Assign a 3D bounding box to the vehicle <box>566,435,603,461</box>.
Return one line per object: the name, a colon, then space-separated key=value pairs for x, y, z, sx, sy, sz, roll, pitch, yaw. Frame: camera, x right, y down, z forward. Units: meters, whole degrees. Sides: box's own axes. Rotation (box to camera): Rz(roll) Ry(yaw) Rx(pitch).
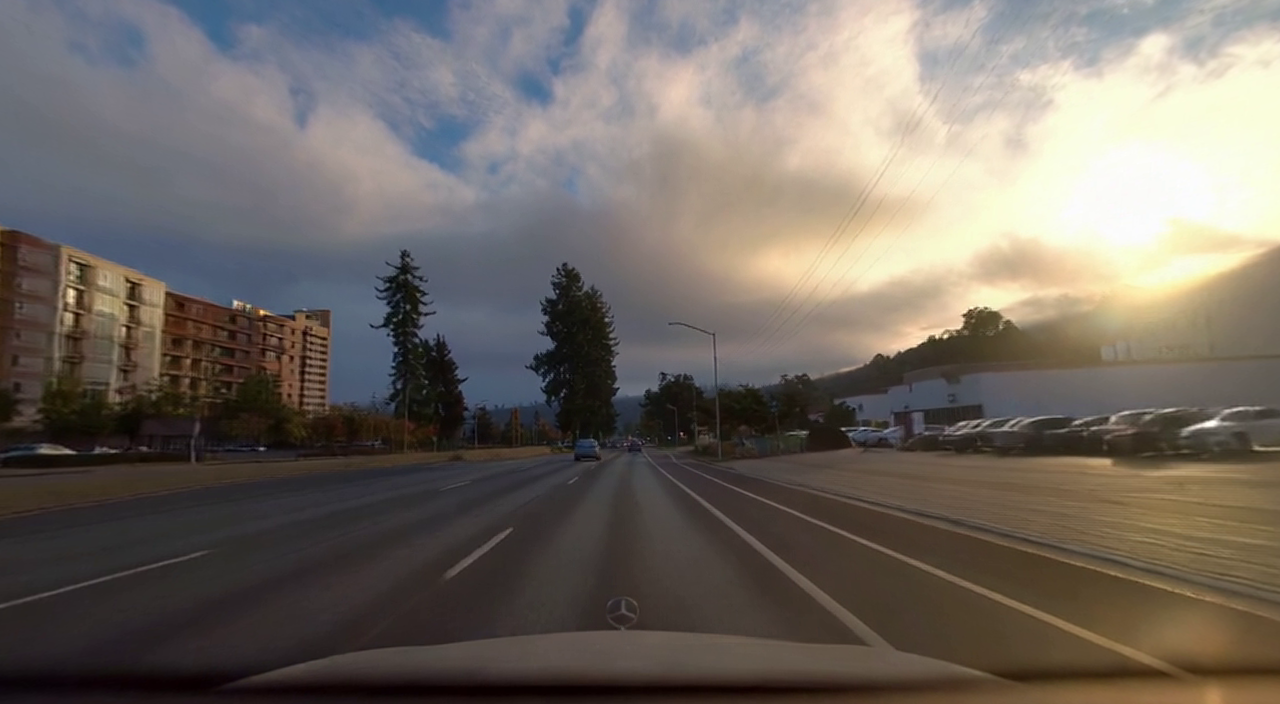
vehicle: x=-3.692 y=6.485 z=42.815 sx=2.121 sy=1.654 sz=3.993 roll=0 pitch=-8 yaw=0
